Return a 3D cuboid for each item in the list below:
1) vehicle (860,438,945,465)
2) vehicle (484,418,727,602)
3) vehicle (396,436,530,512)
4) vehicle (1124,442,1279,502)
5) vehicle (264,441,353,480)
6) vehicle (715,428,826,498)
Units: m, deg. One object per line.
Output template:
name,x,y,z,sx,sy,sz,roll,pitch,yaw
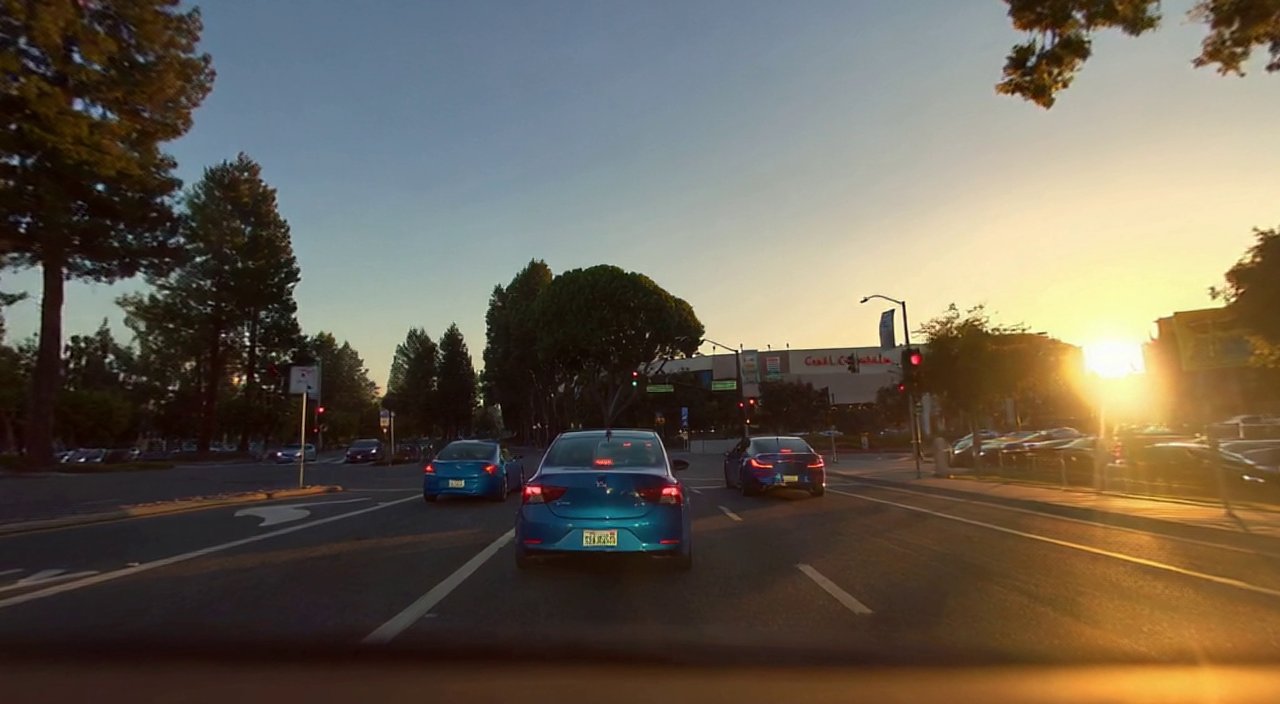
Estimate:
vehicle,16.088,6.091,38.846,4.419,1.619,1.894,1,-9,-8
vehicle,-0.353,1.645,7.506,2.045,1.533,4.183,0,-8,-2
vehicle,-3.780,2.658,14.255,1.998,1.452,3.773,0,-8,-1
vehicle,15.182,3.035,16.272,3.951,1.418,1.842,0,-8,-3
vehicle,-16.441,5.393,31.629,2.101,1.776,4.550,0,-8,-2
vehicle,3.421,3.012,17.511,2.028,1.678,4.220,0,-8,-2
